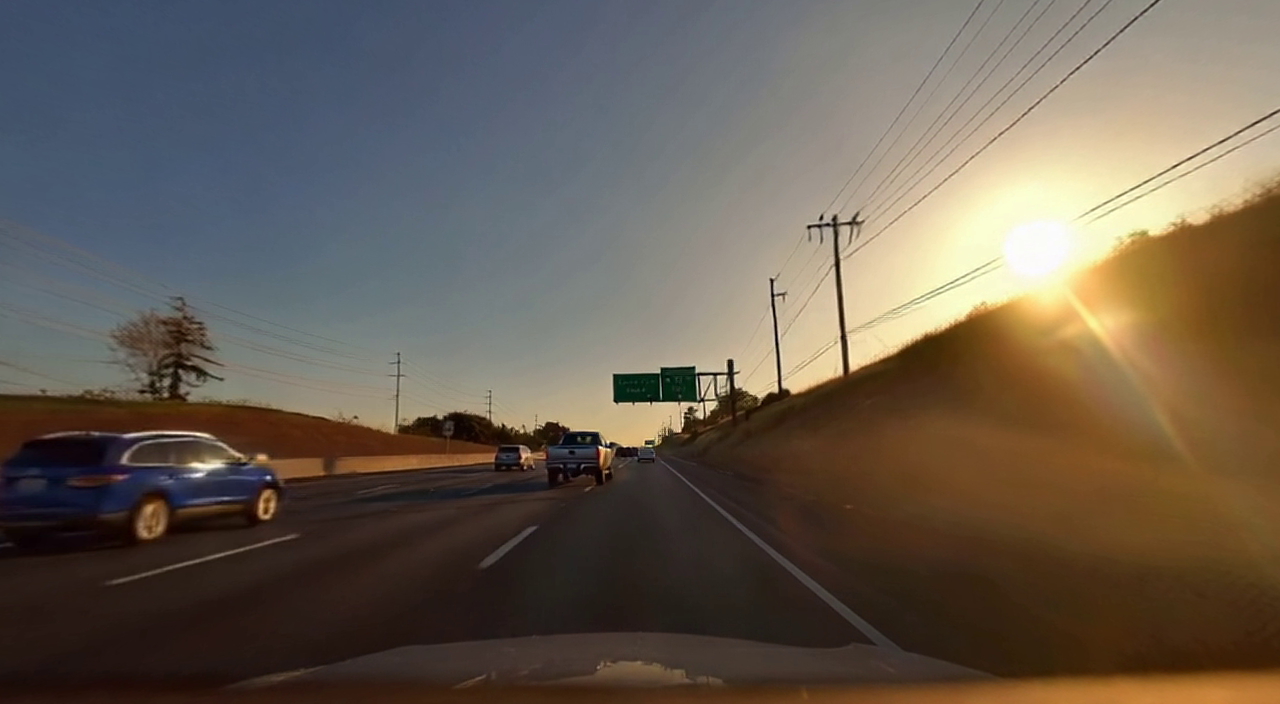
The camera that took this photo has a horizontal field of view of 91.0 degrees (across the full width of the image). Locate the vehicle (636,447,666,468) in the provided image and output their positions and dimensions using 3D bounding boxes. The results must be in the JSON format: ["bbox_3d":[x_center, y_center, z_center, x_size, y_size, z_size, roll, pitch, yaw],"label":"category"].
[{"bbox_3d":[0.762,7.702,46.184,2.025,1.485,4.310,0,-9,-1],"label":"vehicle"}]

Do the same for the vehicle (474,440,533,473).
[{"bbox_3d":[-7.408,5.738,34.796,2.143,1.688,4.776,0,-9,1],"label":"vehicle"}]

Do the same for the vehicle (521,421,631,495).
[{"bbox_3d":[-1.858,3.496,21.086,2.972,2.087,6.126,0,-9,1],"label":"vehicle"}]

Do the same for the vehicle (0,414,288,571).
[{"bbox_3d":[-7.301,1.800,8.869,2.055,1.618,4.457,0,-9,1],"label":"vehicle"}]
